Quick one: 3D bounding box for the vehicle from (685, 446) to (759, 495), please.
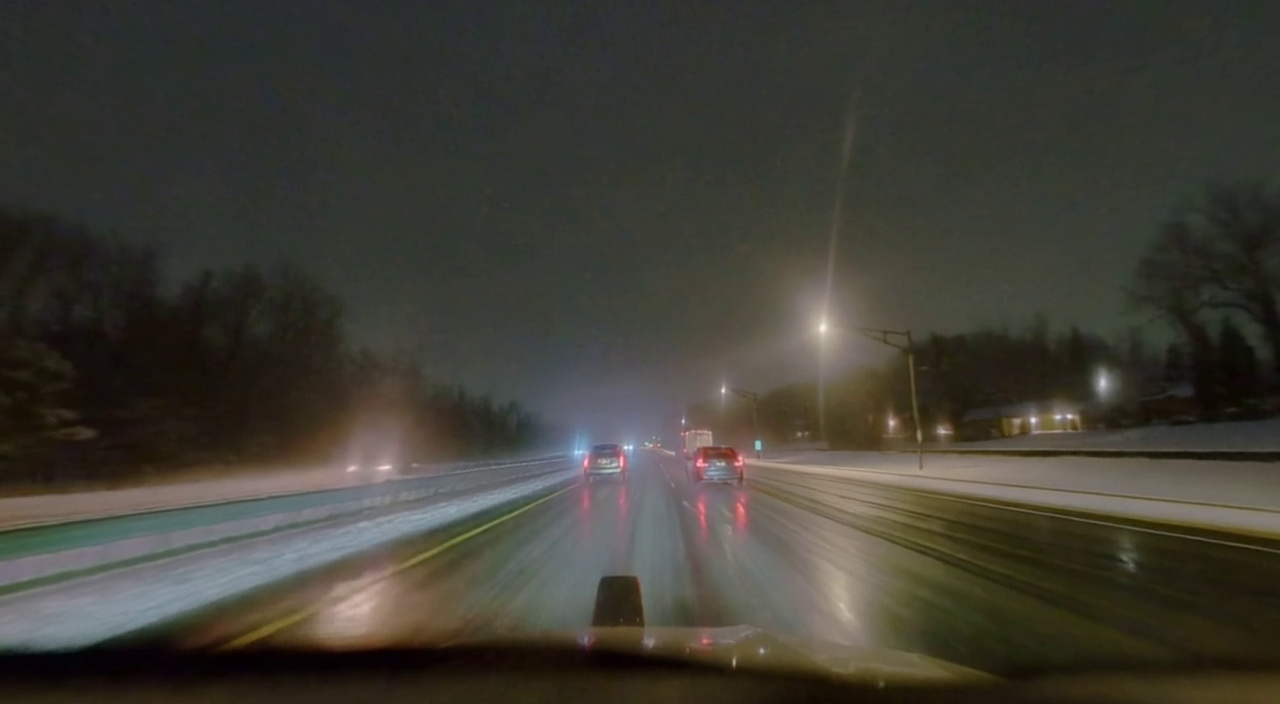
[{"bbox_3d":[2.686,3.984,21.542,2.004,1.471,4.032,0,-9,1],"label":"vehicle"}]

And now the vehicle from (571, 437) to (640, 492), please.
[{"bbox_3d":[-1.099,3.940,22.331,2.142,1.724,4.344,0,-9,1],"label":"vehicle"}]

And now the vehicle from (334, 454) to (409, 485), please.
[{"bbox_3d":[-14.220,6.220,33.601,1.948,1.503,4.343,0,-9,2],"label":"vehicle"}]
